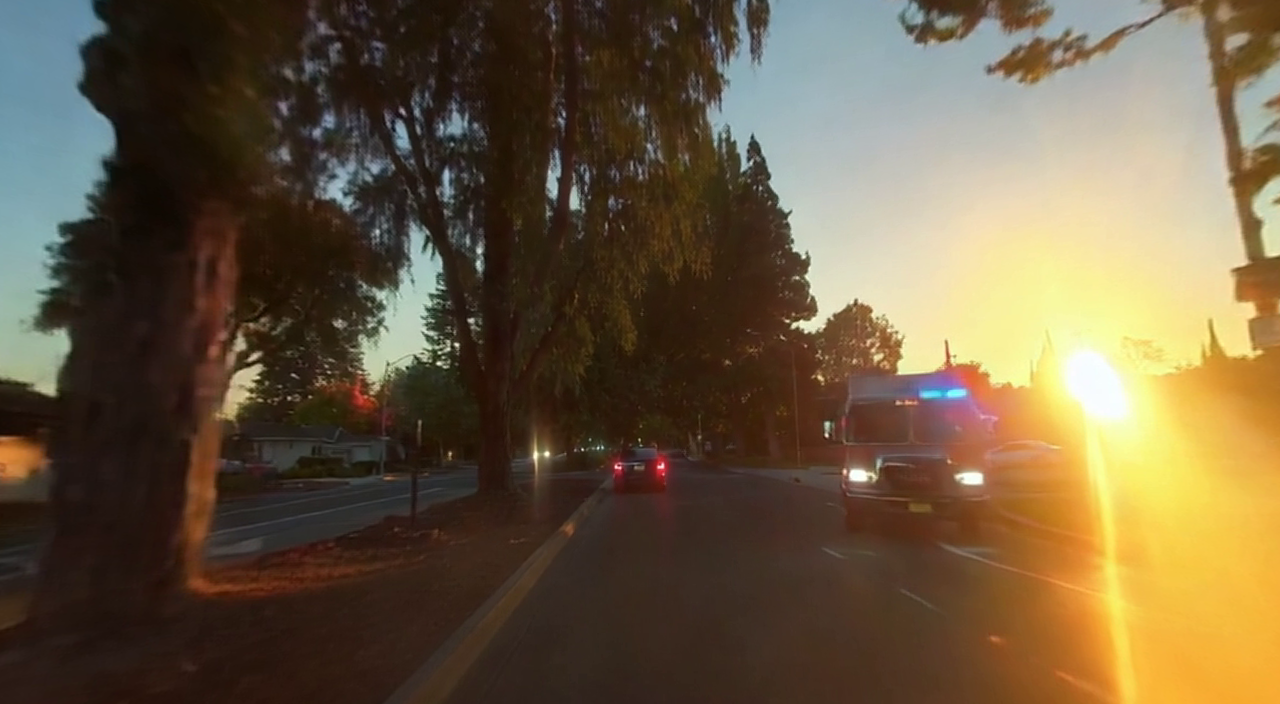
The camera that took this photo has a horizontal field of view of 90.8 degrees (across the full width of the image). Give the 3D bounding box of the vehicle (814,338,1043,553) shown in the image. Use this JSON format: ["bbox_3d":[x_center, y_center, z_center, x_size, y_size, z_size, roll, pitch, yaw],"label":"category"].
[{"bbox_3d":[5.169,1.734,11.549,2.654,2.824,5.794,-7,-10,24],"label":"vehicle"}]

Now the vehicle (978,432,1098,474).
[{"bbox_3d":[19.634,5.010,31.287,4.598,1.702,2.027,-13,-14,38],"label":"vehicle"}]

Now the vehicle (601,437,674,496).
[{"bbox_3d":[-0.039,3.546,19.953,2.106,1.655,3.717,0,-8,1],"label":"vehicle"}]

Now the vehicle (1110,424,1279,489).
[{"bbox_3d":[17.739,3.093,18.893,5.559,1.800,2.055,-3,-9,28],"label":"vehicle"}]
